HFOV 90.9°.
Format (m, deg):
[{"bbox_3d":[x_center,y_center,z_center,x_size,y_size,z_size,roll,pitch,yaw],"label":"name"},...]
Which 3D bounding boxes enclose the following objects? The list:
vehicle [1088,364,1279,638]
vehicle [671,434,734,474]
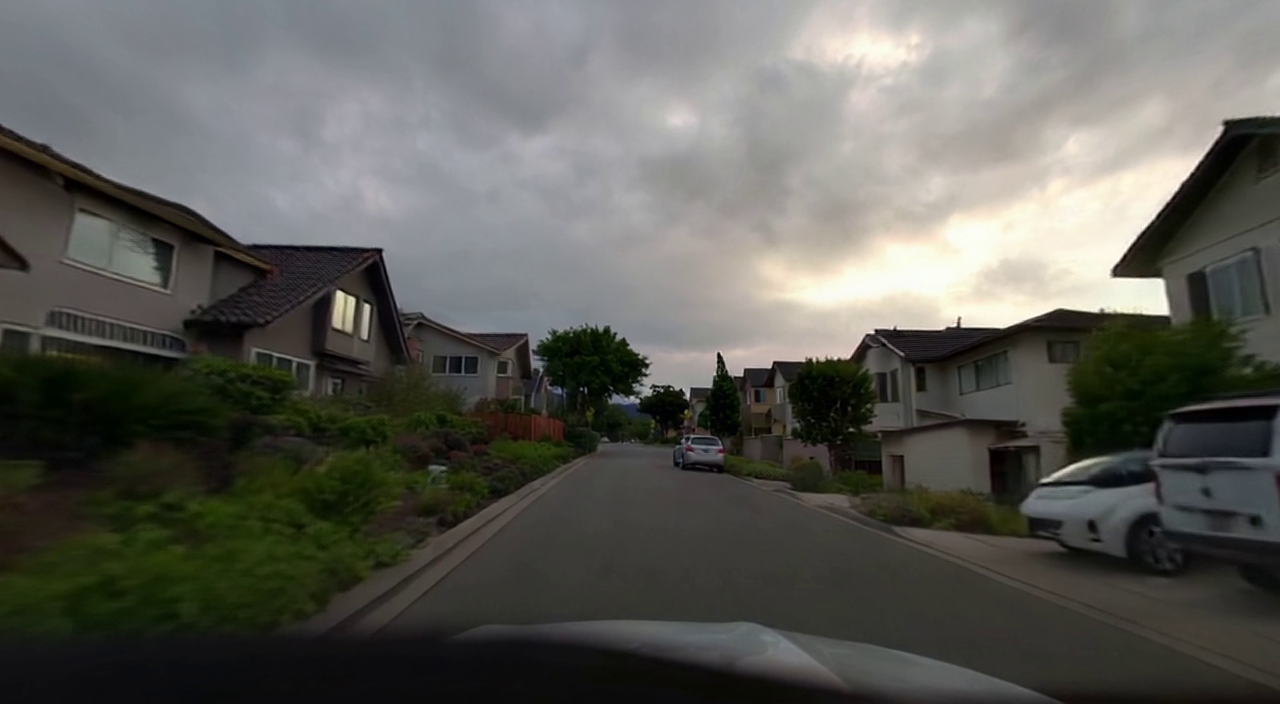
[{"bbox_3d":[8.232,1.394,6.364,5.739,2.299,2.216,0,-8,-3],"label":"vehicle"},{"bbox_3d":[2.477,4.156,26.106,1.955,1.498,4.046,0,-7,-4],"label":"vehicle"}]
